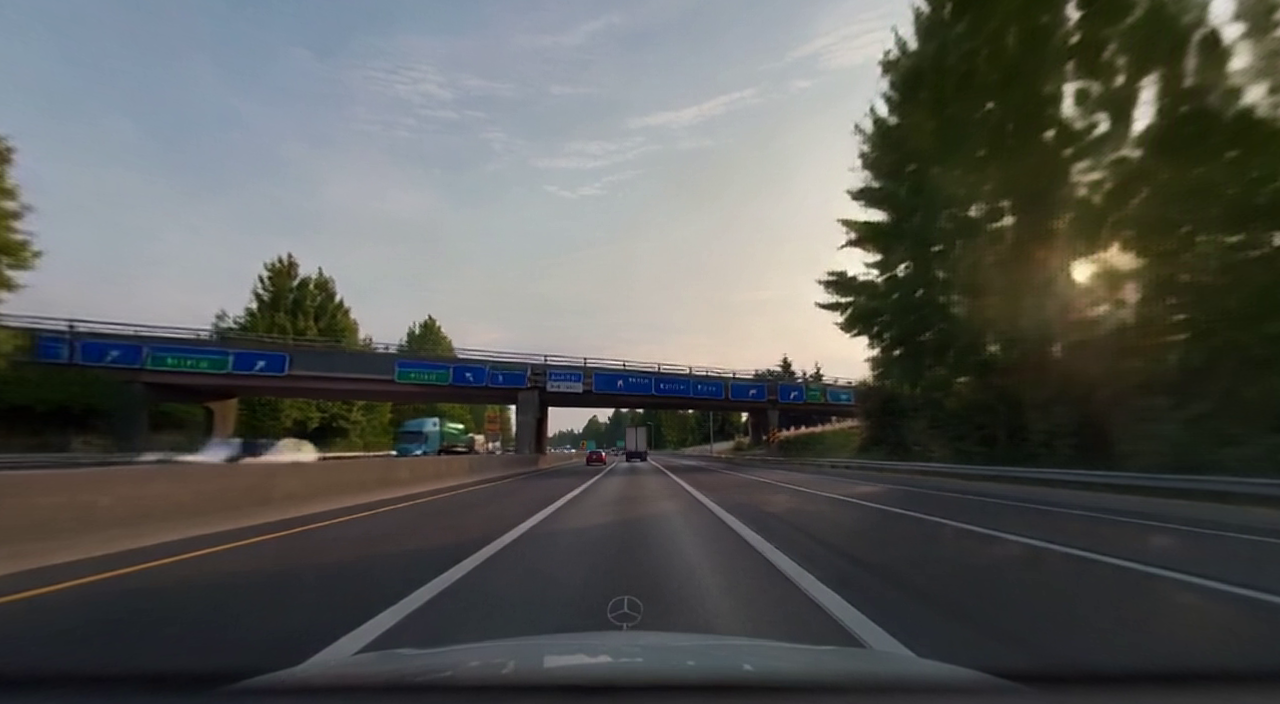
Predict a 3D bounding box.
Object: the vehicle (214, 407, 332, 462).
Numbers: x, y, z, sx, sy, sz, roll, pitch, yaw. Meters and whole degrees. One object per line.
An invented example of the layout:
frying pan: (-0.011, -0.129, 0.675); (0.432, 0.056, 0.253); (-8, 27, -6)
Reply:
vehicle: (-23.702, 5.506, 41.353); (2.756, 3.192, 8.021); (0, -9, 0)

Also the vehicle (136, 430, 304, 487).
vehicle: (-12.070, 3.101, 18.573); (1.813, 1.450, 4.501); (0, -9, 1)
